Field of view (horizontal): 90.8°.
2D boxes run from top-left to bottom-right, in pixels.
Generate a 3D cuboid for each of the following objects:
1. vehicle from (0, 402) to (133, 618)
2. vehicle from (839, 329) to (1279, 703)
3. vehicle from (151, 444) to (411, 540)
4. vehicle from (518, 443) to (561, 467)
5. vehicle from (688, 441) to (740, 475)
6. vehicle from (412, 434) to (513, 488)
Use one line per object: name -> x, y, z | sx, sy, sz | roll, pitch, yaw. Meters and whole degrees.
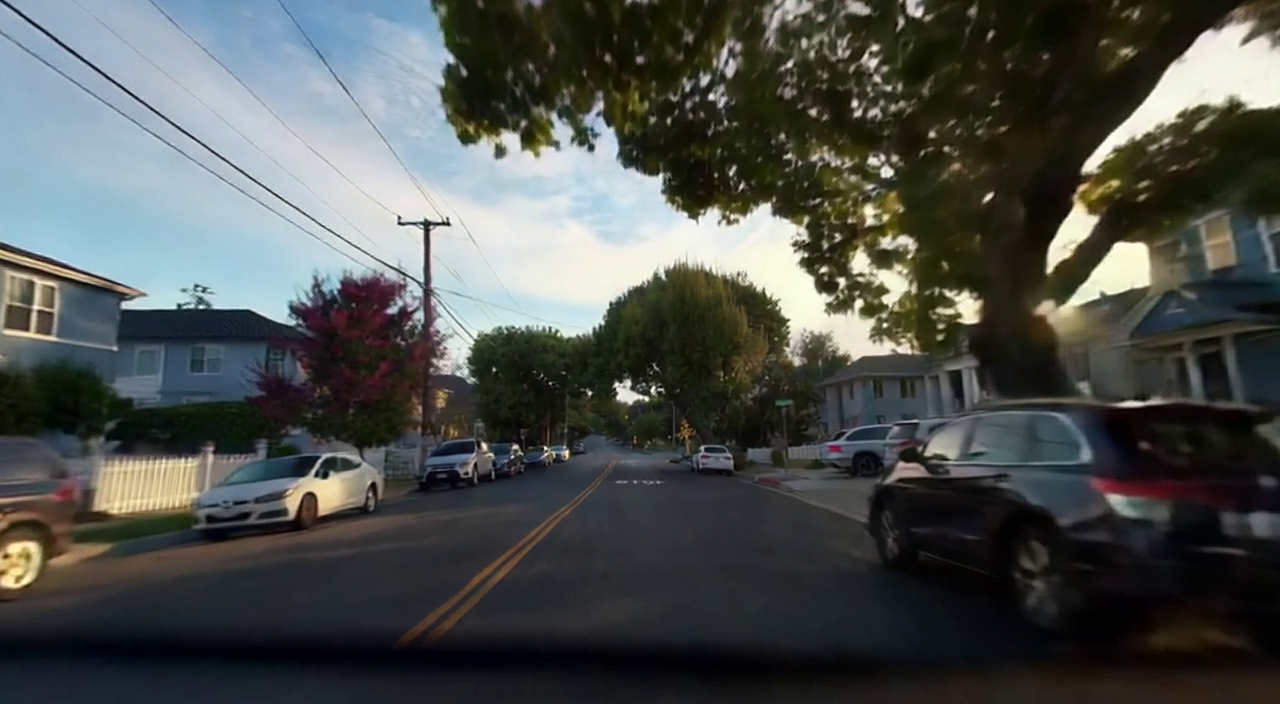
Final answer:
vehicle -> -6.438, 1.247, 4.465 | 2.194, 1.798, 4.402 | -2, -8, -3
vehicle -> 3.516, 1.145, 5.366 | 2.114, 1.909, 4.266 | 0, -9, -2
vehicle -> -6.457, 2.530, 12.148 | 2.211, 1.469, 4.380 | -1, -9, 4
vehicle -> -6.551, 6.803, 41.756 | 2.056, 1.481, 4.451 | 0, -9, 0
vehicle -> 3.515, 5.162, 31.031 | 1.963, 1.536, 5.446 | 0, -9, 0
vehicle -> -6.452, 4.027, 23.738 | 2.136, 1.757, 5.365 | 0, -9, 1
